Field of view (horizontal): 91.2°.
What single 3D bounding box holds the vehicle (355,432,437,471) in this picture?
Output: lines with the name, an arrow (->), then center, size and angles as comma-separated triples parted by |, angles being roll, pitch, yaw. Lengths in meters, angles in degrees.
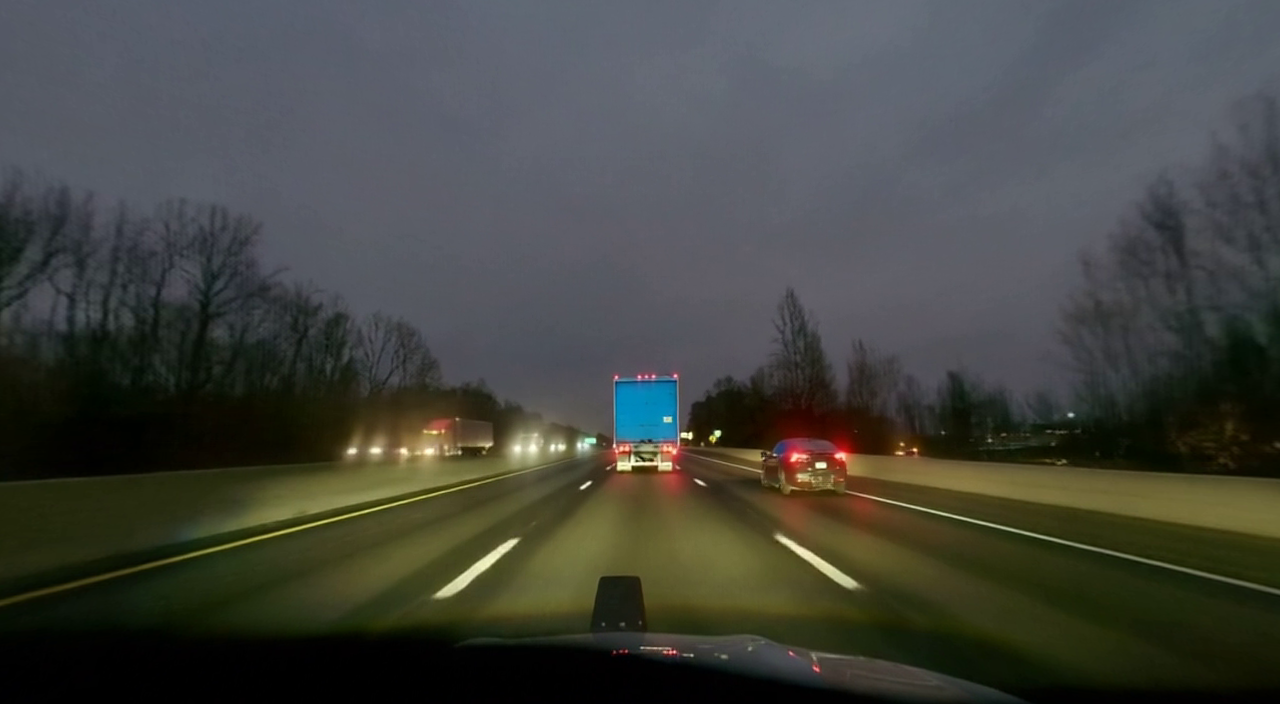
vehicle -> -12.677, 5.191, 32.980 | 2.171, 1.856, 5.157 | 0, -8, 1

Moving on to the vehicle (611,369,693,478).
vehicle -> 0.448, 3.394, 28.499 | 3.010, 4.039, 10.481 | 0, -8, 0
